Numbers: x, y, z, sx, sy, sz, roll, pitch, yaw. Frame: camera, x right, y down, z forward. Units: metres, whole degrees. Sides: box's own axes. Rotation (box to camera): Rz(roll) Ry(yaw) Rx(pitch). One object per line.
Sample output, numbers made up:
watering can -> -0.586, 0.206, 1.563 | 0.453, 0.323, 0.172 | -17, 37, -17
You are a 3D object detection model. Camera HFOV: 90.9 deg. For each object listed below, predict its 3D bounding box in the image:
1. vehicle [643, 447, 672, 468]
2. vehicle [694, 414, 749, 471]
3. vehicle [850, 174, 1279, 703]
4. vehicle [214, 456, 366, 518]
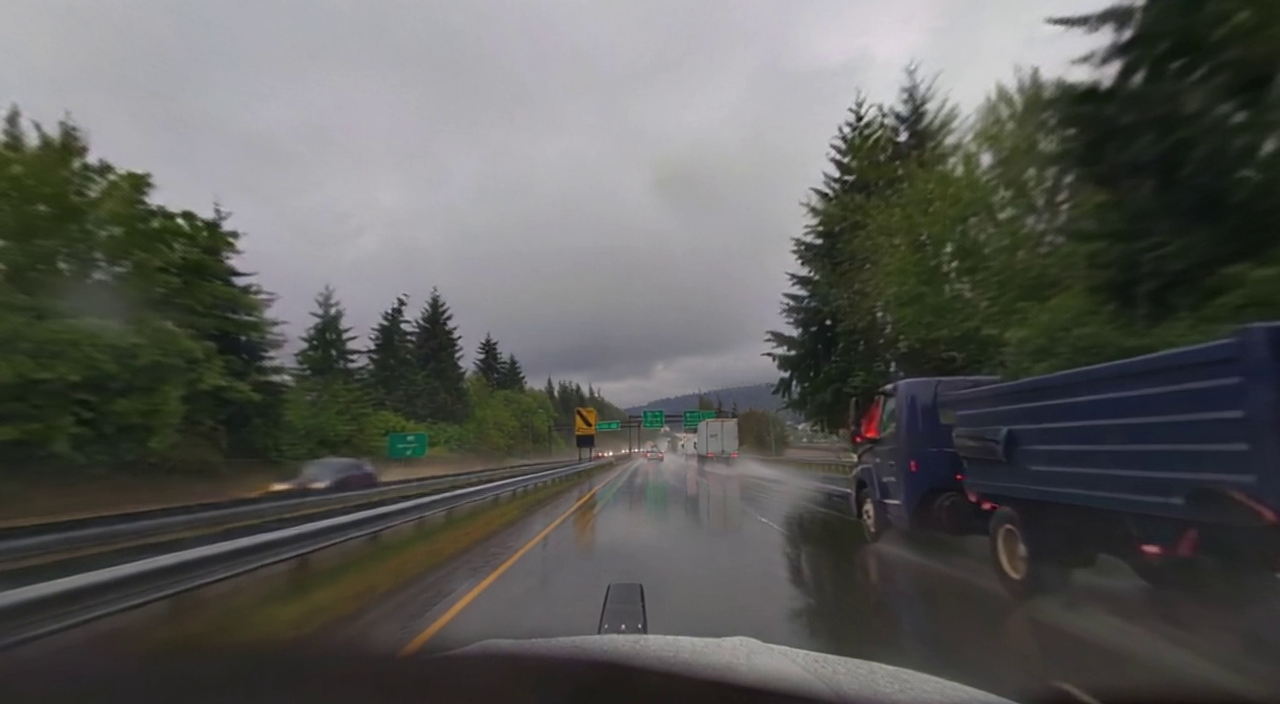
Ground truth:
vehicle -> 1.236, 7.780, 46.569 | 2.049, 1.500, 3.790 | 0, -9, 0
vehicle -> 5.188, 5.983, 41.426 | 2.743, 3.367, 7.306 | 0, -9, 1
vehicle -> 4.380, 0.907, 6.015 | 2.569, 2.783, 5.984 | 0, -9, -1
vehicle -> -9.772, 3.777, 18.057 | 1.835, 1.456, 4.202 | -1, -9, 2
